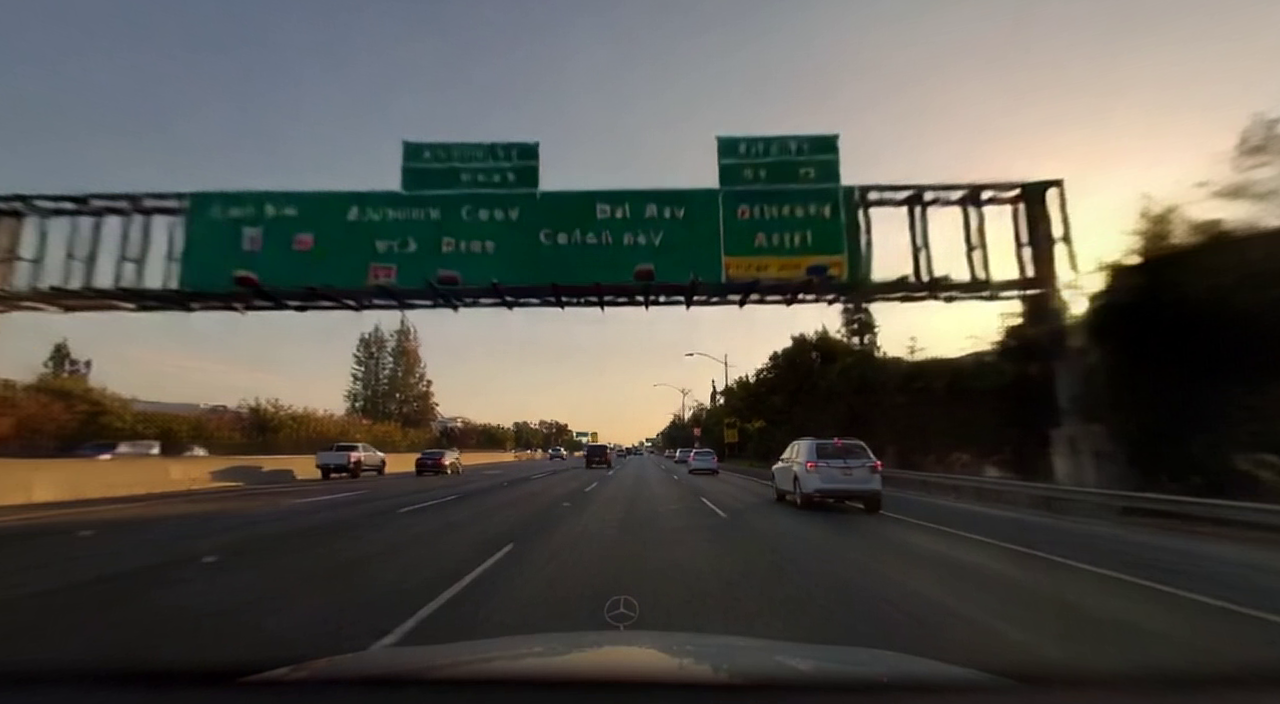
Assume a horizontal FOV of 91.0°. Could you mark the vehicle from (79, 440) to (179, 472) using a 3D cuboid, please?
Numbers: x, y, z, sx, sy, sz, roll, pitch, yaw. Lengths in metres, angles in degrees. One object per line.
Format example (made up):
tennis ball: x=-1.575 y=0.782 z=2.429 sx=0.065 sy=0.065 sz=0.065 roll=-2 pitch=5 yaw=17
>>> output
vehicle: x=-35.584 y=7.244 z=44.133 sx=2.349 sy=2.076 sz=5.394 roll=0 pitch=-9 yaw=1

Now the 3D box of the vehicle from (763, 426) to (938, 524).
vehicle: x=4.361 y=2.638 z=14.074 sx=2.218 sy=1.776 sz=4.807 roll=0 pitch=-9 yaw=0

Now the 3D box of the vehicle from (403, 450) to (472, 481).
vehicle: x=-10.366 y=5.803 z=32.588 sx=1.974 sy=1.472 sz=4.684 roll=0 pitch=-9 yaw=1

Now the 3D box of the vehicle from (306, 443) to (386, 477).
vehicle: x=-16.740 y=6.153 z=36.201 sx=2.181 sy=1.819 sz=4.830 roll=0 pitch=-9 yaw=1

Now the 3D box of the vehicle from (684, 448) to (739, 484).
vehicle: x=3.282 y=5.314 z=29.751 sx=2.126 sy=1.529 sz=4.438 roll=0 pitch=-9 yaw=0

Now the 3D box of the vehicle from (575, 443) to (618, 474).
vehicle: x=-2.830 y=7.118 z=42.472 sx=2.449 sy=1.929 sz=5.503 roll=0 pitch=-9 yaw=0
